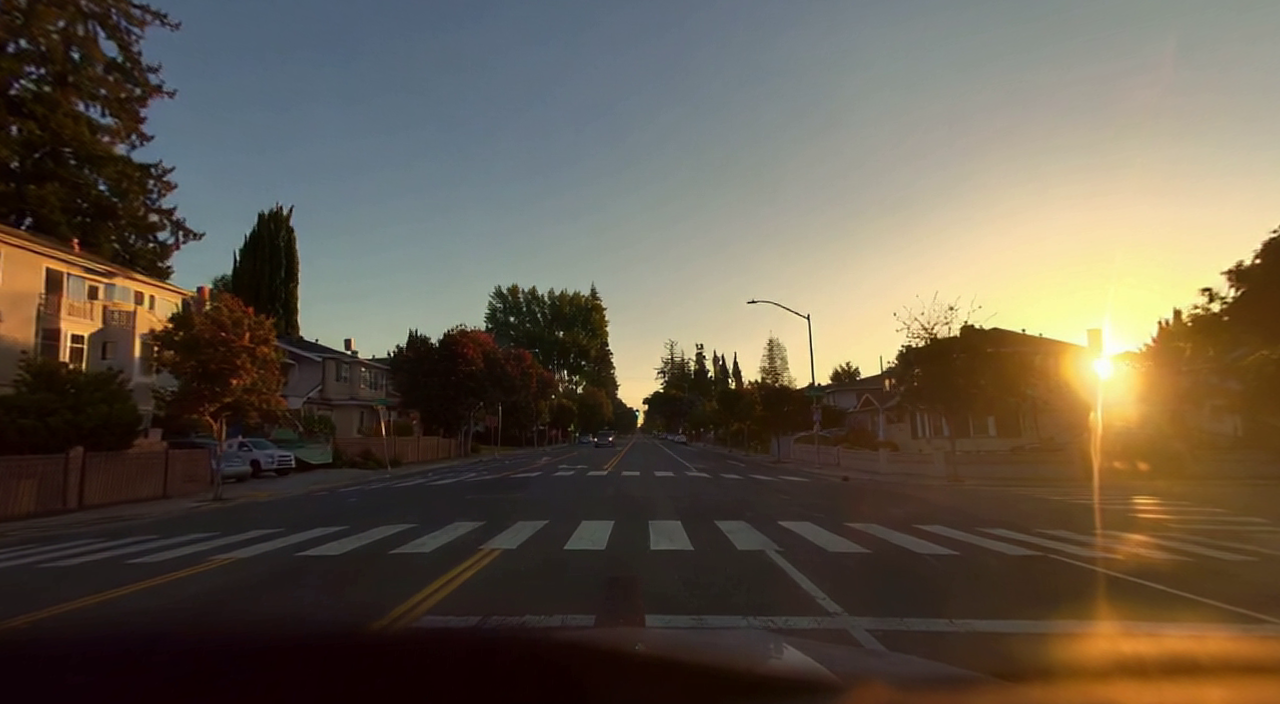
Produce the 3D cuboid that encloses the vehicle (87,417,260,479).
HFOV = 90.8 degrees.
[{"bbox_3d":[-17.929,3.720,24.510,4.800,2.259,2.303,0,-9,-1],"label":"vehicle"}]

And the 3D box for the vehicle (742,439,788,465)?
[{"bbox_3d":[8.004,6.433,40.886,2.029,1.554,4.705,0,-9,1],"label":"vehicle"}]

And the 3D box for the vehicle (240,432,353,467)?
[{"bbox_3d":[-17.950,5.116,33.156,4.743,1.734,1.994,0,-9,0],"label":"vehicle"}]
